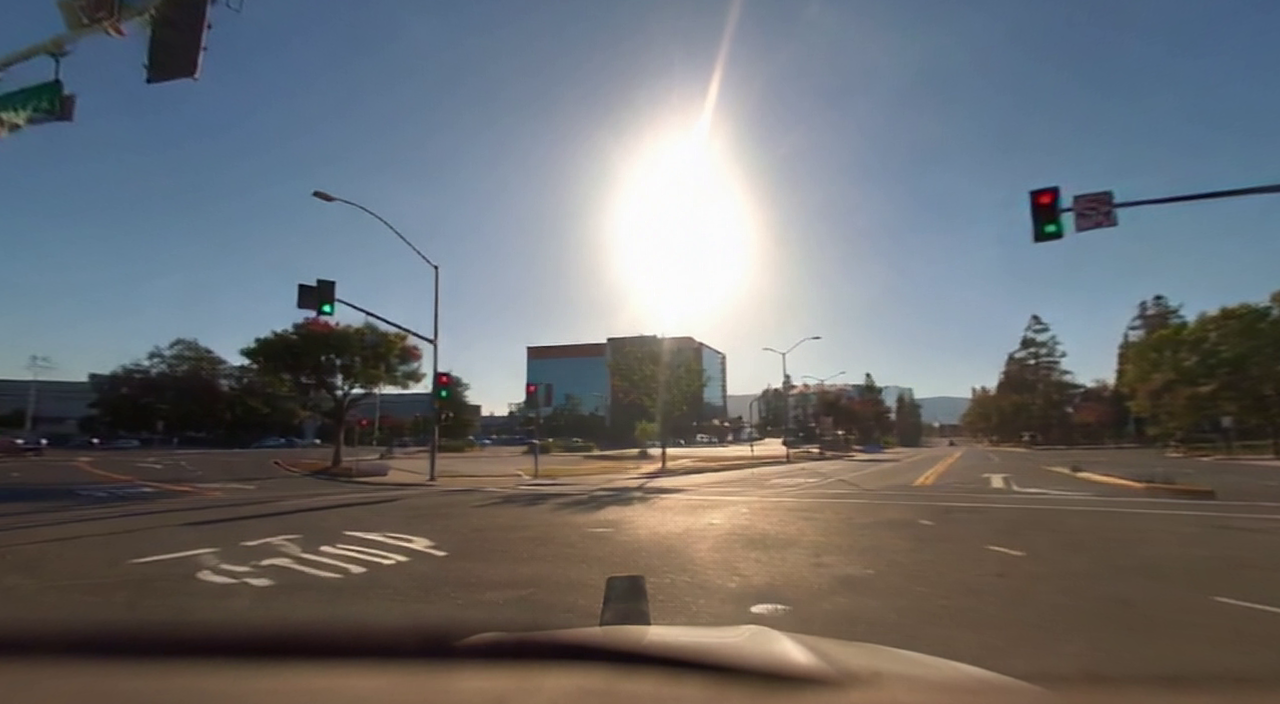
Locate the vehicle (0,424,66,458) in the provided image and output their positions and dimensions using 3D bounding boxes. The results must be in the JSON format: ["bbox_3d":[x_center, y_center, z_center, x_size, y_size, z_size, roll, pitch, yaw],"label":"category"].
[{"bbox_3d":[-37.961,5.442,38.416,5.570,1.923,2.336,-4,-9,26],"label":"vehicle"}]

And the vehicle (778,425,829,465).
[{"bbox_3d":[12.296,6.953,47.084,2.324,2.750,5.997,-5,-10,27],"label":"vehicle"}]
